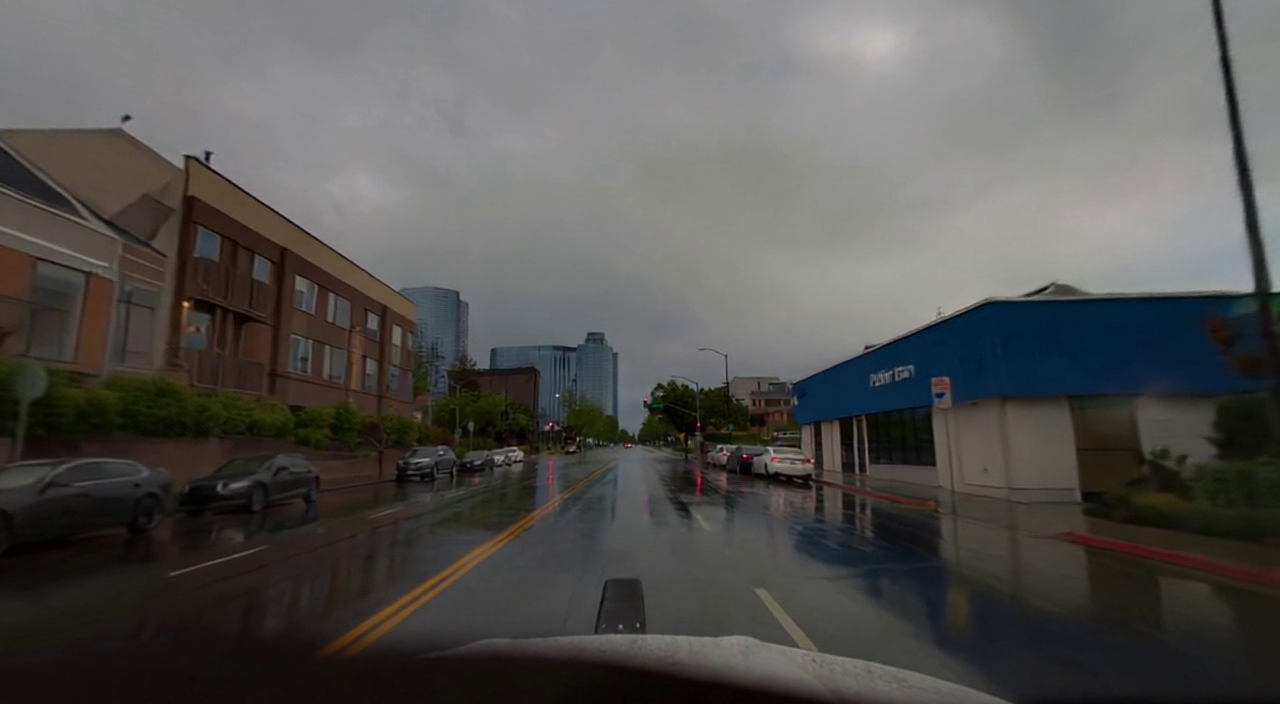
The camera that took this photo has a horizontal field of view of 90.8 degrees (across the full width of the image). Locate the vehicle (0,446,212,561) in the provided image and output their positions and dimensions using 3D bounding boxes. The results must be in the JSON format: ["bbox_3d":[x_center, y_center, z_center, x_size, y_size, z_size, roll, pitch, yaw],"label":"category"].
[{"bbox_3d":[-10.048,2.400,10.614,1.995,1.564,5.321,0,-8,0],"label":"vehicle"}]

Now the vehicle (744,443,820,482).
[{"bbox_3d":[6.053,4.741,27.565,2.038,1.482,4.994,0,-8,-2],"label":"vehicle"}]

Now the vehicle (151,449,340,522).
[{"bbox_3d":[-9.638,3.249,16.020,2.021,1.482,4.601,0,-8,-3],"label":"vehicle"}]

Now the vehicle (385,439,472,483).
[{"bbox_3d":[-9.978,5.140,30.359,2.228,1.863,5.407,0,-8,1],"label":"vehicle"}]

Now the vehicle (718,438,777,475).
[{"bbox_3d":[5.643,5.533,33.945,2.227,1.811,5.172,0,-8,-1],"label":"vehicle"}]
